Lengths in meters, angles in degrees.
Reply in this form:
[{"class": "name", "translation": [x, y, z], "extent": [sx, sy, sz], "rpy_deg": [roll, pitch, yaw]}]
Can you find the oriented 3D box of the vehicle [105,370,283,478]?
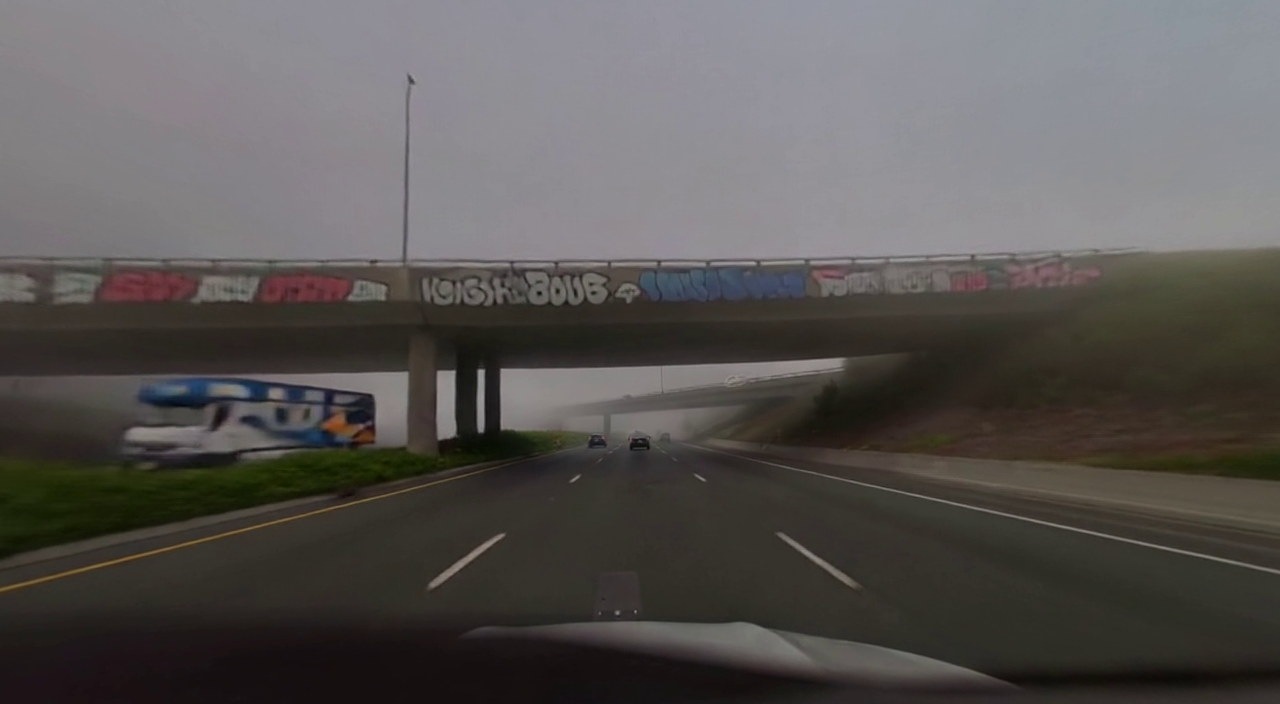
[{"class": "vehicle", "translation": [-17.908, 3.005, 25.918], "extent": [2.916, 3.893, 5.850], "rpy_deg": [0, -8, -1]}]
